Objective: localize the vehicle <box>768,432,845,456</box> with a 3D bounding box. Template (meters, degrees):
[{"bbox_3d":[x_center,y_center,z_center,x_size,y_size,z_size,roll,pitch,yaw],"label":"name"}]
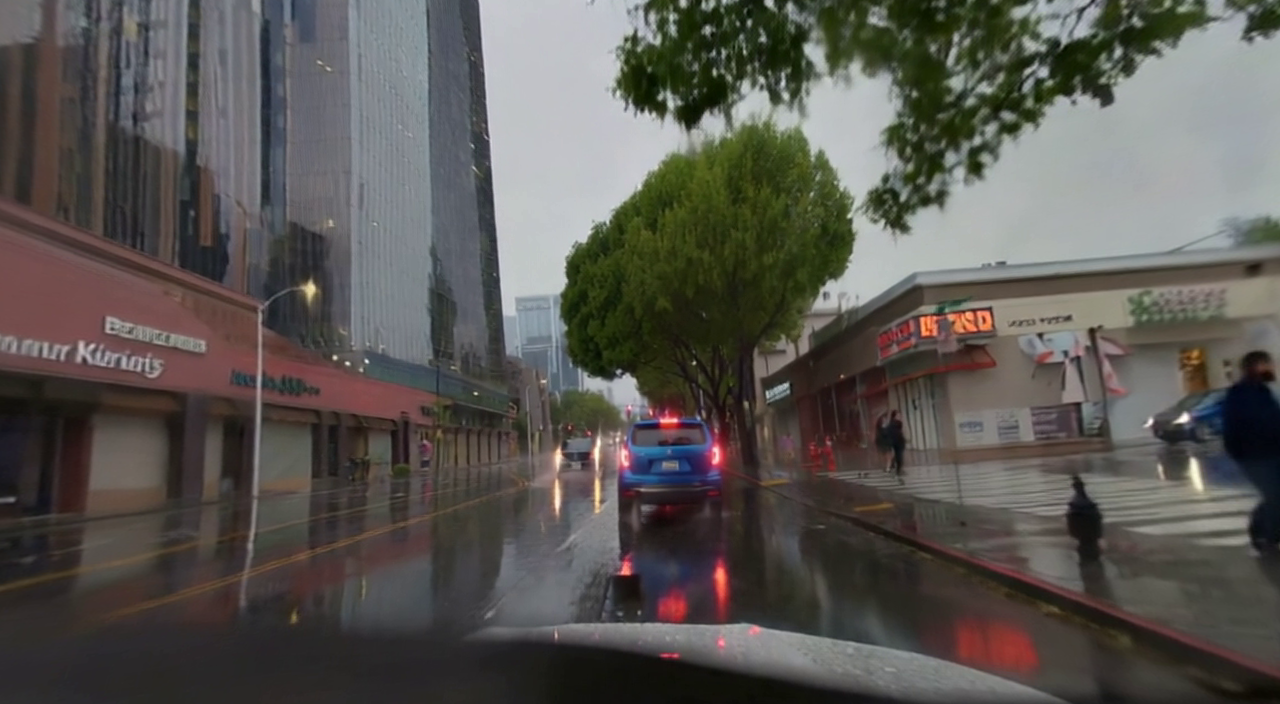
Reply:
[{"bbox_3d":[10.568,5.912,40.423,4.426,1.490,1.862,0,-8,3],"label":"vehicle"}]

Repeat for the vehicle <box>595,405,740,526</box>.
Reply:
[{"bbox_3d":[0.501,2.204,12.783,2.352,1.953,4.796,0,-8,1],"label":"vehicle"}]

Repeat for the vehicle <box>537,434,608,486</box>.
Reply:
[{"bbox_3d":[-2.372,3.925,23.279,2.023,1.702,4.152,0,-8,2],"label":"vehicle"}]

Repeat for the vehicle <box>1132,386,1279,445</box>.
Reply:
[{"bbox_3d":[17.125,1.837,17.978,4.474,1.583,1.970,0,-8,3],"label":"vehicle"}]
